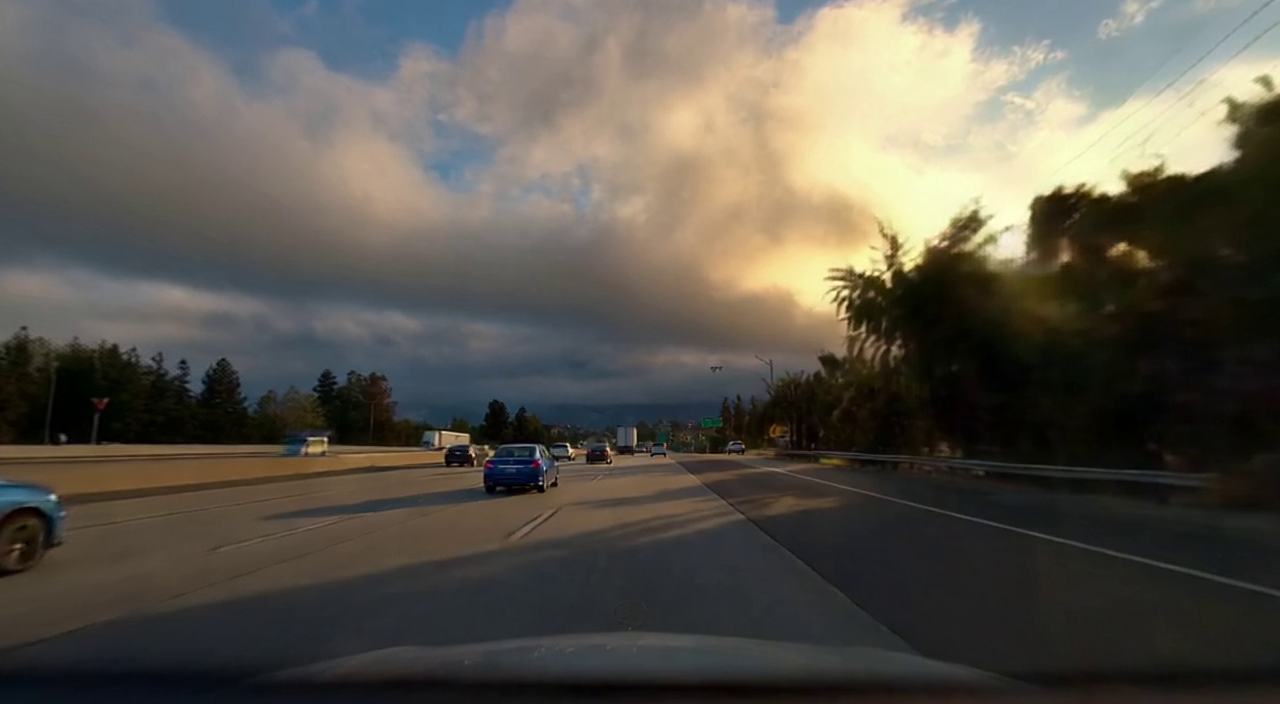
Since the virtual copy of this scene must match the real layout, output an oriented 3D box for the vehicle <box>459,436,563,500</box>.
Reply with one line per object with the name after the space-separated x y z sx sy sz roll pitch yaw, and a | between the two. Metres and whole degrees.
-3.291 3.039 16.897 1.953 1.511 3.704 0 -8 1 | vehicle
